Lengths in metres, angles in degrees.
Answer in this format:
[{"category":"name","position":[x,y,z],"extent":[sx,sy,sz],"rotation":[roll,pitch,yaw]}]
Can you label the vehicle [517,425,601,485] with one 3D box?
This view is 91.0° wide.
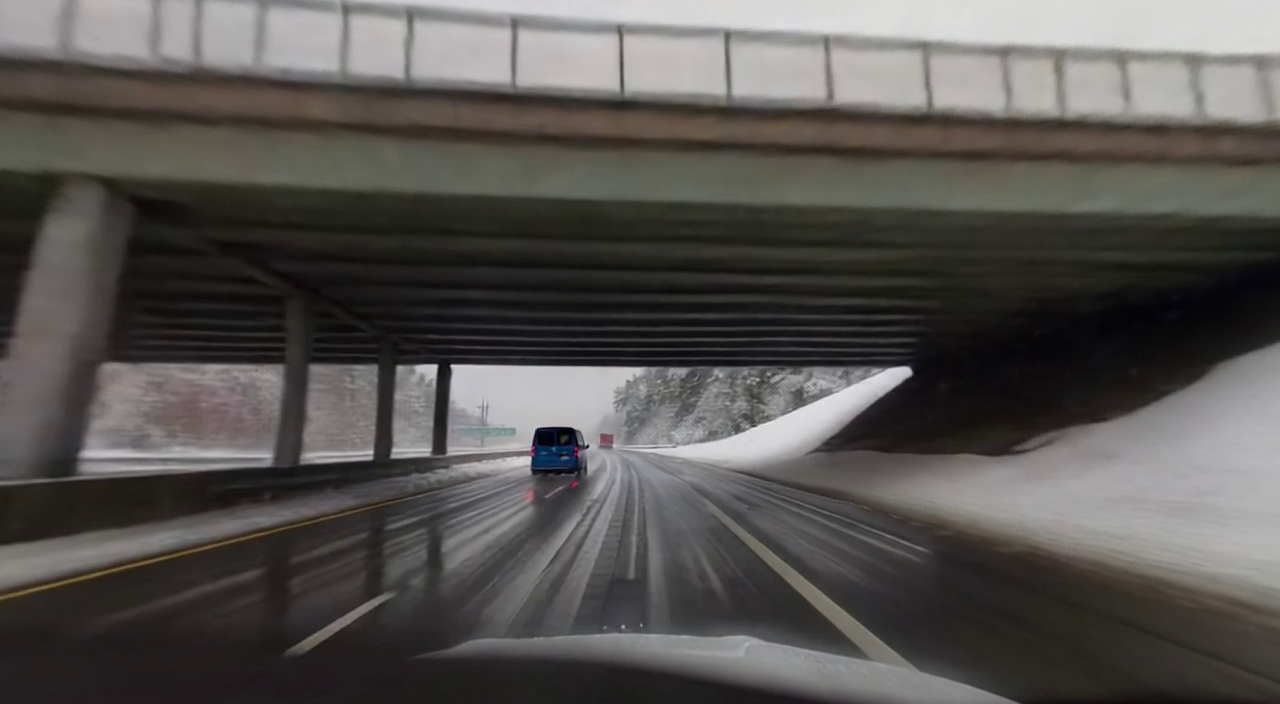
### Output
[{"category":"vehicle","position":[-2.767,3.698,22.861],"extent":[2.372,1.891,5.061],"rotation":[0,-8,0]}]
